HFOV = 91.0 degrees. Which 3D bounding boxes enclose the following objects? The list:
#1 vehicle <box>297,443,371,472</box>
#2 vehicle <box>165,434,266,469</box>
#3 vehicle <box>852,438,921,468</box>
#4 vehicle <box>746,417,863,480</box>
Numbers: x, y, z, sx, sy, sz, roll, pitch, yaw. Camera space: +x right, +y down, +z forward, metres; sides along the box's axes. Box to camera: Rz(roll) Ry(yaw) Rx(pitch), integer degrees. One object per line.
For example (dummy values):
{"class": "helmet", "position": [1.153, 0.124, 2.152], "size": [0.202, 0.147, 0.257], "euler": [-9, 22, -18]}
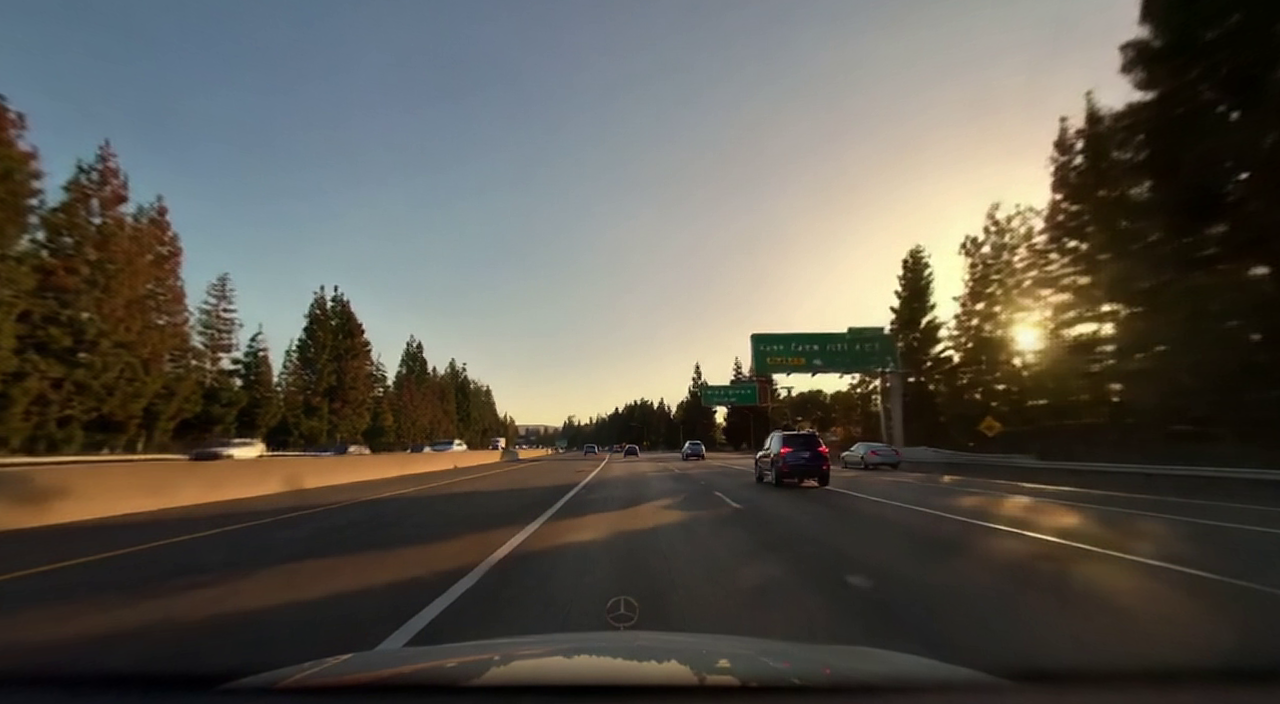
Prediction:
{"class": "vehicle", "position": [-16.625, 5.741, 34.492], "size": [1.816, 1.481, 4.478], "euler": [0, -8, -1]}
{"class": "vehicle", "position": [-25.167, 5.935, 37.668], "size": [2.208, 1.933, 5.580], "euler": [0, -8, -1]}
{"class": "vehicle", "position": [14.201, 5.850, 36.503], "size": [2.072, 1.611, 4.387], "euler": [0, -8, -2]}
{"class": "vehicle", "position": [6.843, 4.197, 27.638], "size": [2.779, 2.339, 8.073], "euler": [0, -8, -1]}
